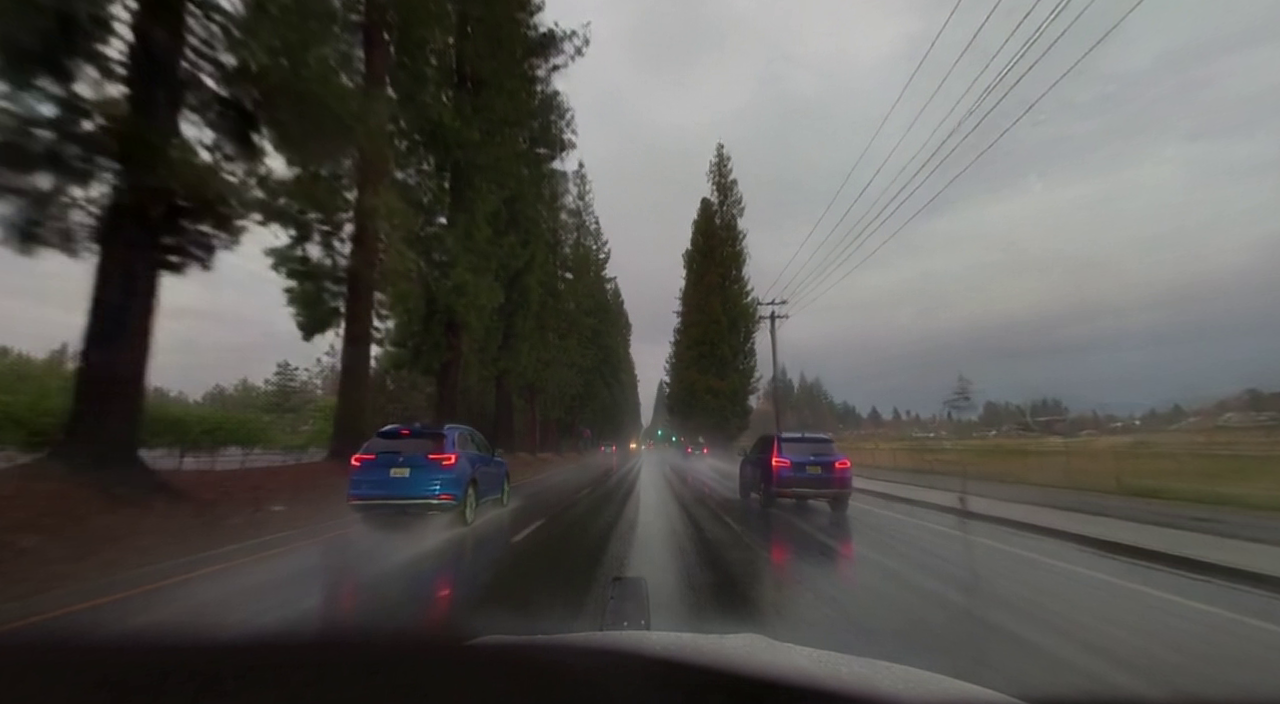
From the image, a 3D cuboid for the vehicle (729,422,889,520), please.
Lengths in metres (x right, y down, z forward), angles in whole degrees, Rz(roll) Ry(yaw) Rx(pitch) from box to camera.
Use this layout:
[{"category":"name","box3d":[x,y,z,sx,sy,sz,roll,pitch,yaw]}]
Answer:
[{"category":"vehicle","box3d":[3.360,2.479,13.625,2.182,1.744,4.464,0,-8,0]}]

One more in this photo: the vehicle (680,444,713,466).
[{"category":"vehicle","box3d":[3.890,7.193,44.159,1.906,1.468,4.422,0,-8,0]}]

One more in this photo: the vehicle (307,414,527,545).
[{"category":"vehicle","box3d":[-3.481,2.082,10.979,2.104,1.785,4.494,0,-8,1]}]
